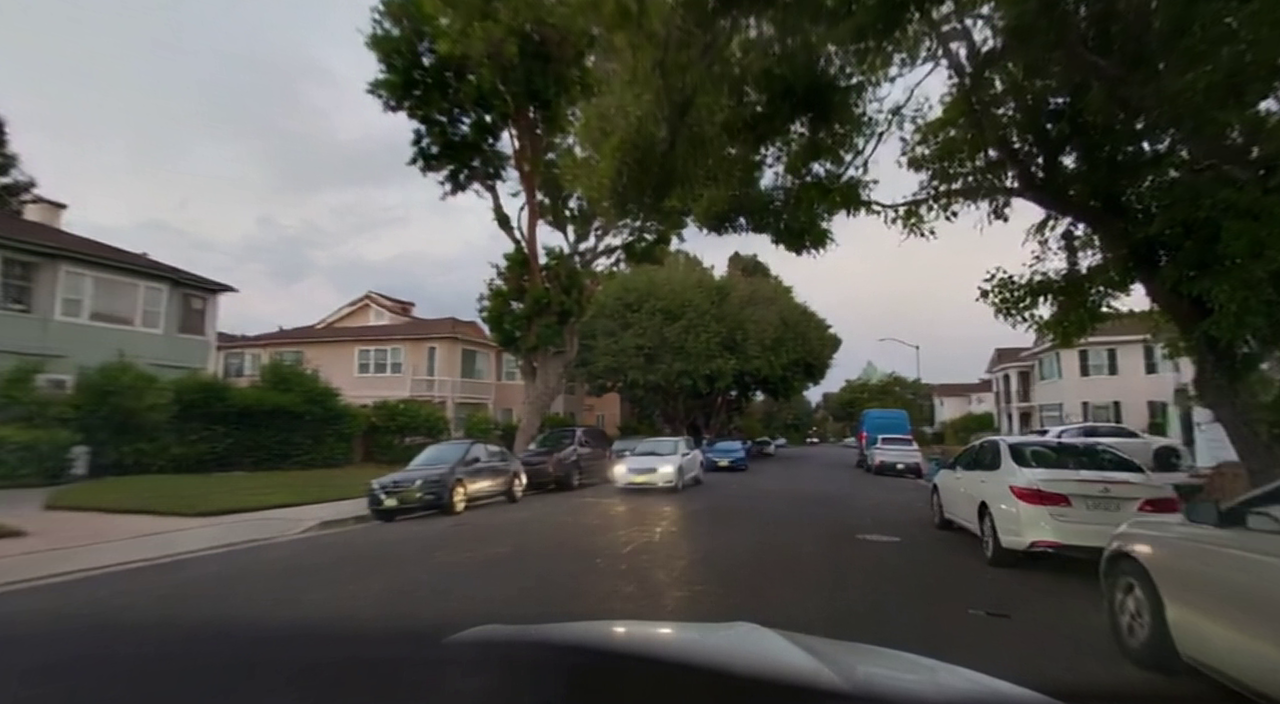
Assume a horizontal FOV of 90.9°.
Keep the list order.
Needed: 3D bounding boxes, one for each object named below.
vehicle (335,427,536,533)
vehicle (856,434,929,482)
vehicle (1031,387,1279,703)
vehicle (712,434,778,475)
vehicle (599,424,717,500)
[{"bbox_3d":[-3.494,2.200,11.563,1.828,1.488,3.785,-3,-6,12],"label":"vehicle"},{"bbox_3d":[8.702,3.624,22.071,1.955,1.500,4.410,-2,-8,17],"label":"vehicle"},{"bbox_3d":[3.114,0.837,1.780,2.008,1.507,4.226,-2,-8,12],"label":"vehicle"},{"bbox_3d":[4.408,4.153,25.913,1.889,1.505,3.849,-3,-8,21],"label":"vehicle"},{"bbox_3d":[0.637,2.765,16.353,1.959,1.670,4.255,-2,-8,17],"label":"vehicle"}]
